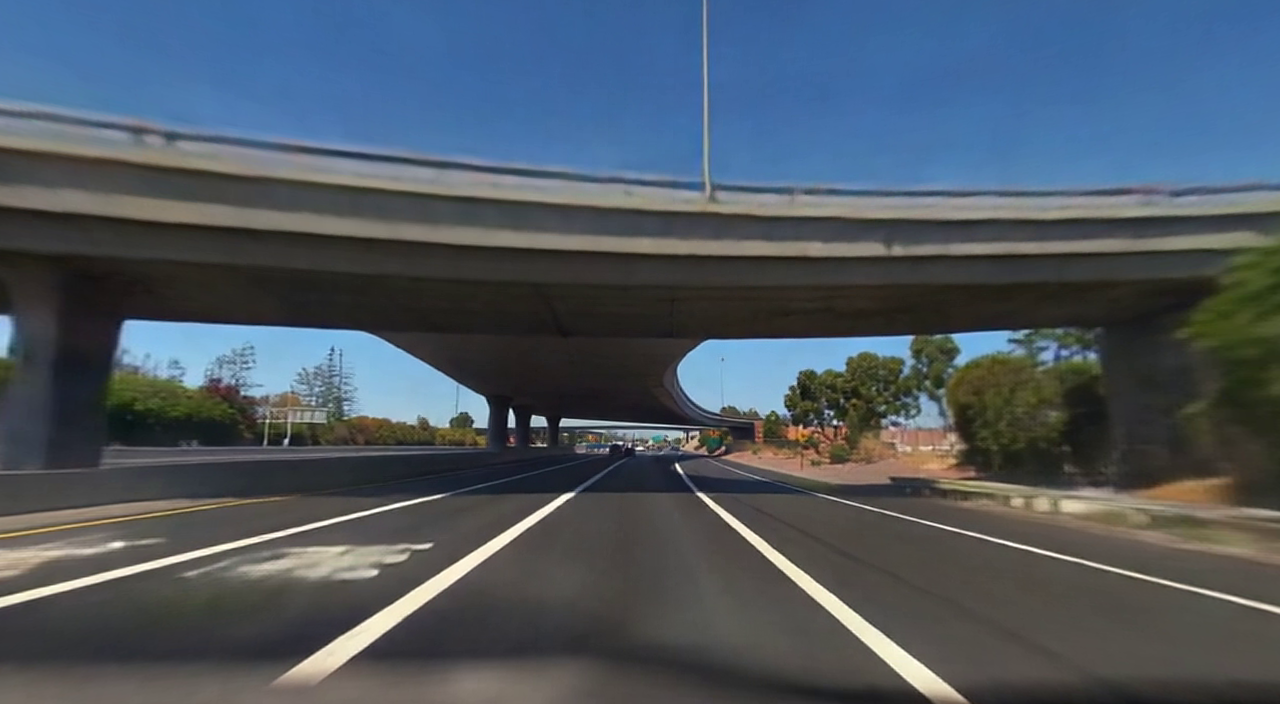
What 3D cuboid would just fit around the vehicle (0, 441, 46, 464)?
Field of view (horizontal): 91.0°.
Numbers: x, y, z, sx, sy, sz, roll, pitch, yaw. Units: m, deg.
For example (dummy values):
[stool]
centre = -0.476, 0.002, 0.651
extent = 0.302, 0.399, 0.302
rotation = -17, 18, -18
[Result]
[vehicle]
centre = -44.266, 6.973, 43.593
extent = 1.841, 1.544, 4.510
rotation = 0, -9, 0
